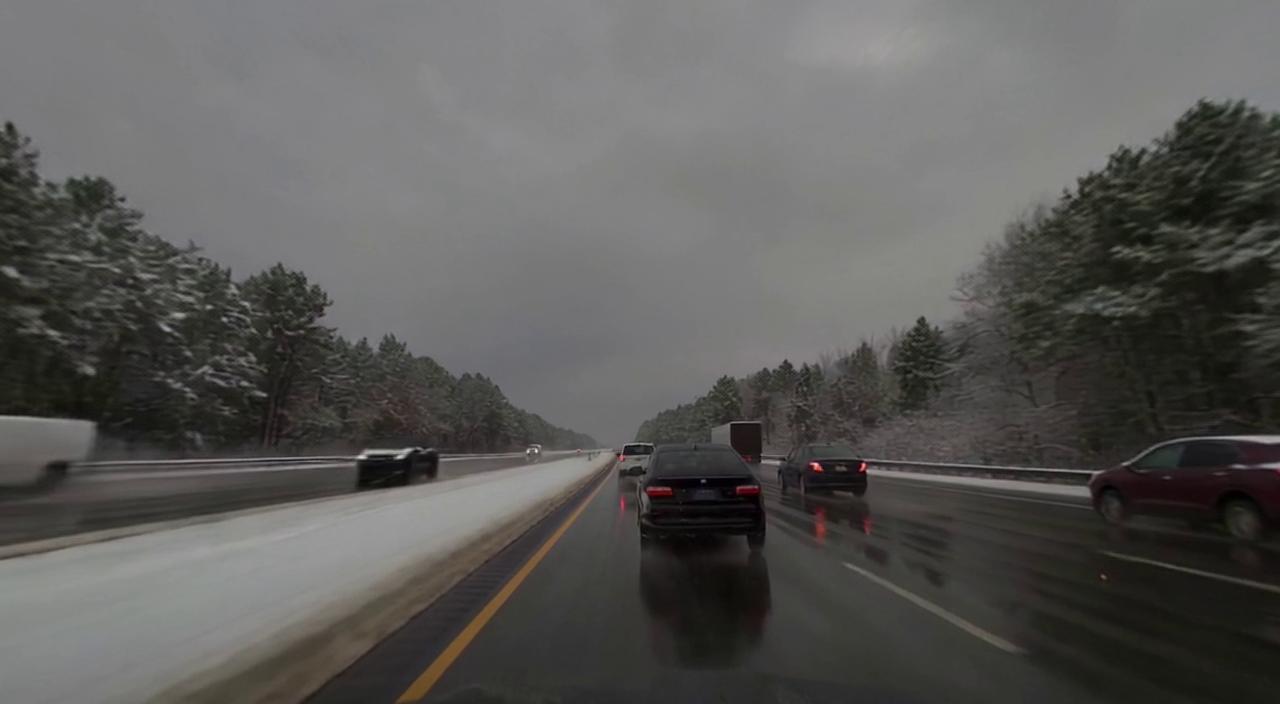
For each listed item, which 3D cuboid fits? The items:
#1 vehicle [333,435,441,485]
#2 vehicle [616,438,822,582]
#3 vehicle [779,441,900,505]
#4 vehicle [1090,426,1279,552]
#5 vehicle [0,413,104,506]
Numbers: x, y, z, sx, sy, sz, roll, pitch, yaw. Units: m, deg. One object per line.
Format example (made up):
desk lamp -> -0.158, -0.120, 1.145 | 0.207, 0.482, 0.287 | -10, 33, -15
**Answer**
vehicle -> -8.148, 3.521, 20.743 | 1.865, 1.479, 3.882 | -1, -9, 1
vehicle -> 0.760, 1.901, 8.318 | 2.094, 1.426, 3.725 | 0, -9, -1
vehicle -> 5.308, 3.261, 17.387 | 1.908, 1.500, 4.157 | 0, -9, -1
vehicle -> 9.206, 1.981, 9.515 | 1.950, 1.594, 3.735 | 0, -9, -1
vehicle -> -12.612, 1.944, 11.325 | 1.991, 1.677, 4.499 | 0, -9, -1
